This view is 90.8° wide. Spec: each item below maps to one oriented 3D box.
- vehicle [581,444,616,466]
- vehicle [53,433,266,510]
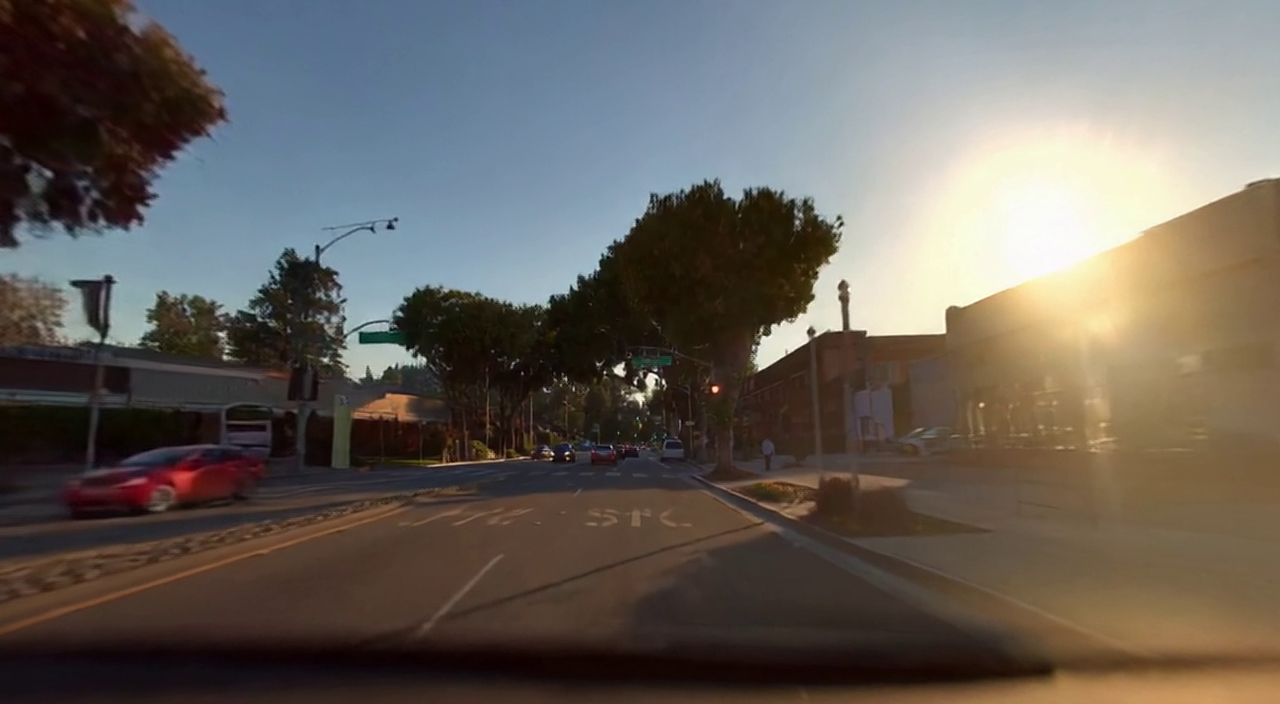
[{"bbox_3d":[-2.908,7.330,45.147,2.122,1.469,4.388,0,-9,1],"label":"vehicle"},{"bbox_3d":[-10.819,2.701,14.657,1.873,1.532,3.777,0,-9,1],"label":"vehicle"}]
